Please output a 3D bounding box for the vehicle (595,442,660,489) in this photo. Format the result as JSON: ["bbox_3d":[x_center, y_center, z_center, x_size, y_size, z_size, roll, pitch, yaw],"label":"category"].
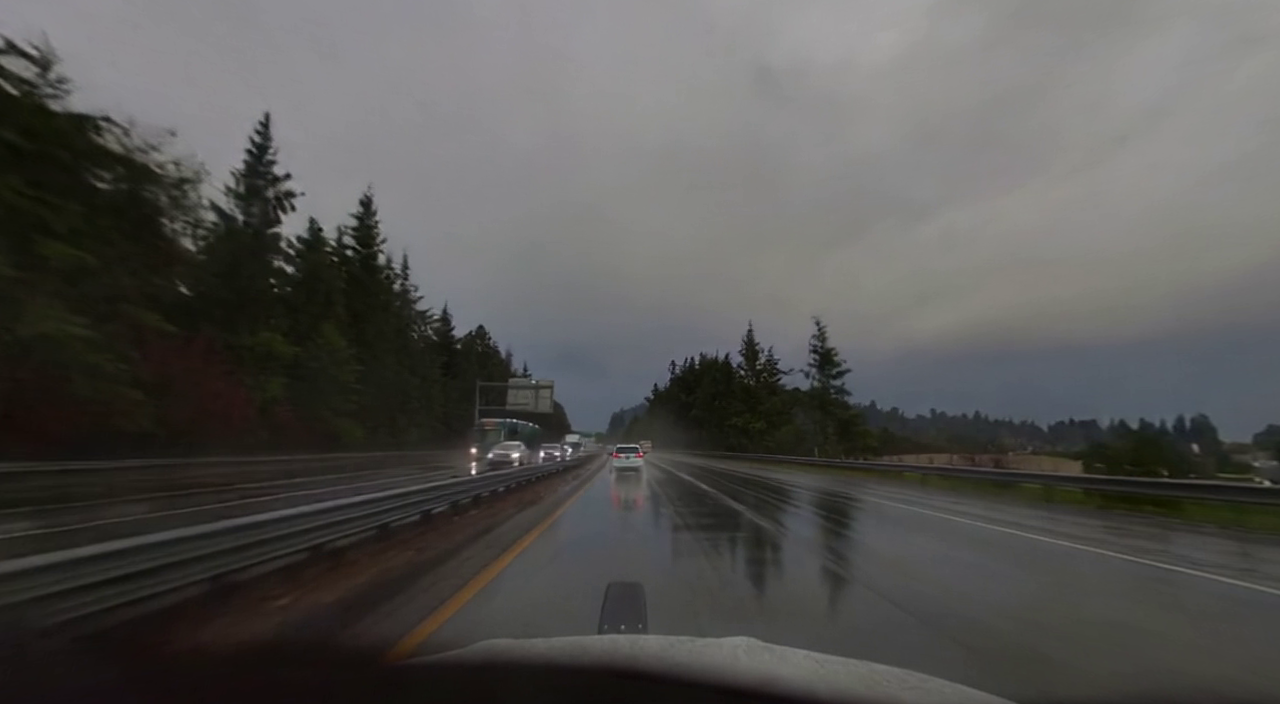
[{"bbox_3d":[-0.421,4.019,22.654,2.114,1.523,4.012,0,-9,-1],"label":"vehicle"}]
